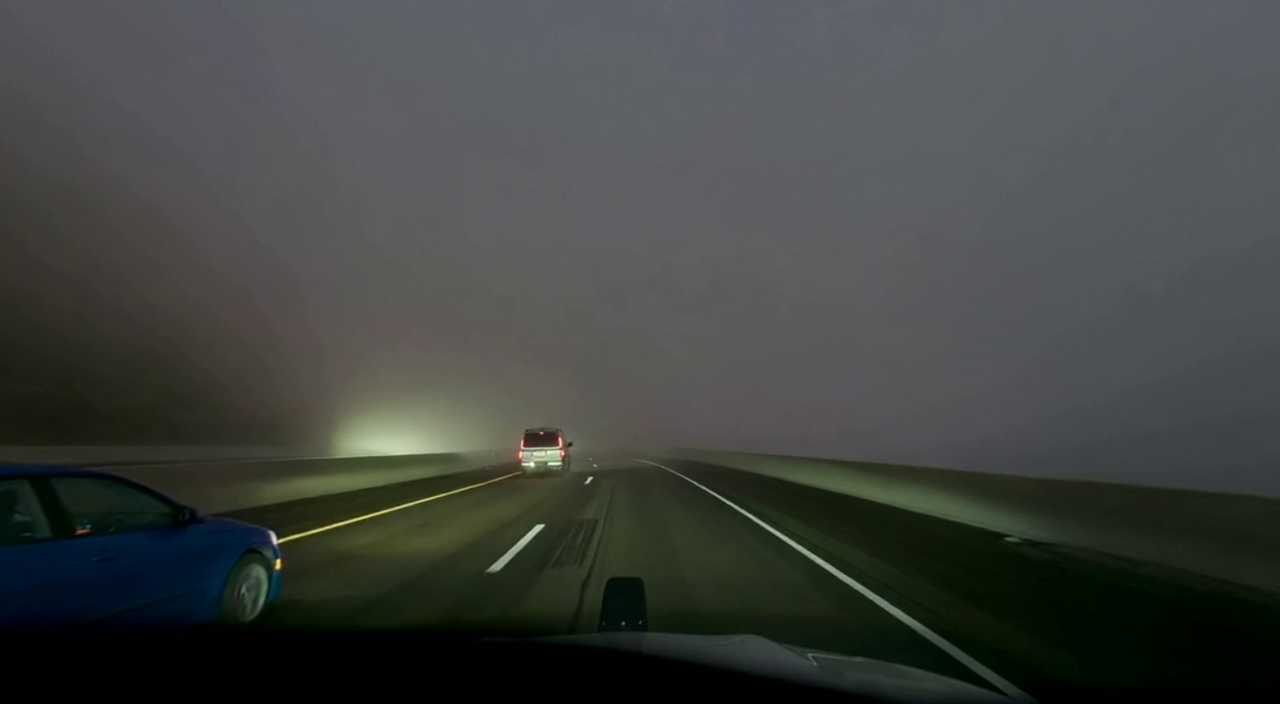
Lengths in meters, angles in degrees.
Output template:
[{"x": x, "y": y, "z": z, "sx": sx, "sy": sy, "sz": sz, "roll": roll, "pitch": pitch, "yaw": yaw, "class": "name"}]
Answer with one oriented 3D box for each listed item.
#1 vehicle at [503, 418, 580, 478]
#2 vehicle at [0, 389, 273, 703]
[{"x": -3.948, "y": 4.001, "z": 26.383, "sx": 2.444, "sy": 2.204, "sz": 5.568, "roll": 0, "pitch": -8, "yaw": -1, "class": "vehicle"}, {"x": -4.021, "y": 0.898, "z": 2.671, "sx": 2.097, "sy": 1.511, "sz": 4.585, "roll": 0, "pitch": -8, "yaw": 1, "class": "vehicle"}]
